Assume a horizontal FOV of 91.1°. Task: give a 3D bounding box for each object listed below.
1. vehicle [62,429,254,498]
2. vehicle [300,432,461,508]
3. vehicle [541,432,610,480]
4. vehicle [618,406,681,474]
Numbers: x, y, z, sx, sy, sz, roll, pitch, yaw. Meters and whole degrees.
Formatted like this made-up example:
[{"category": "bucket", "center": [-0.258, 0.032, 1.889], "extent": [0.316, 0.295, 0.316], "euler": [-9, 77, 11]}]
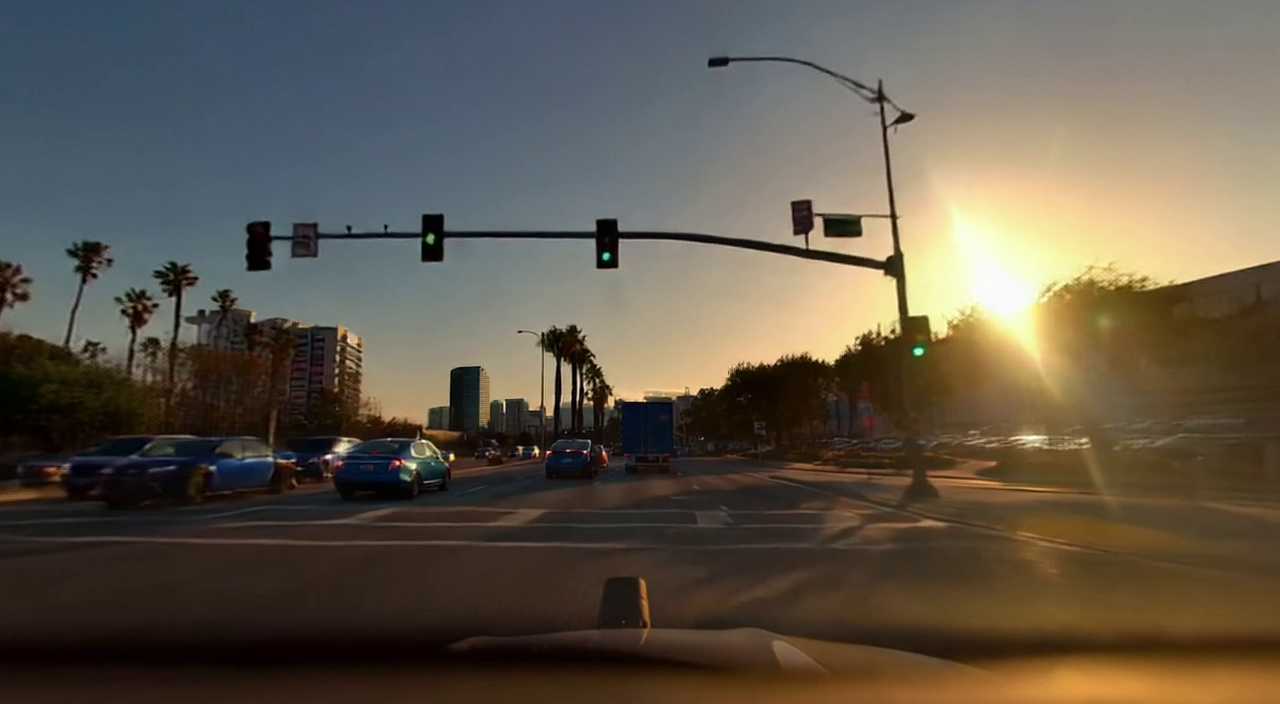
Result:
[{"category": "vehicle", "center": [-14.651, 3.483, 19.574], "extent": [2.040, 1.745, 4.899], "euler": [-3, -10, 1]}, {"category": "vehicle", "center": [-6.328, 2.920, 16.043], "extent": [2.045, 1.630, 4.680], "euler": [0, -8, 1]}, {"category": "vehicle", "center": [-2.593, 4.352, 26.526], "extent": [2.178, 1.826, 4.933], "euler": [0, -8, 2]}, {"category": "vehicle", "center": [0.513, 4.696, 33.323], "extent": [2.993, 3.235, 6.692], "euler": [0, -8, 1]}]
